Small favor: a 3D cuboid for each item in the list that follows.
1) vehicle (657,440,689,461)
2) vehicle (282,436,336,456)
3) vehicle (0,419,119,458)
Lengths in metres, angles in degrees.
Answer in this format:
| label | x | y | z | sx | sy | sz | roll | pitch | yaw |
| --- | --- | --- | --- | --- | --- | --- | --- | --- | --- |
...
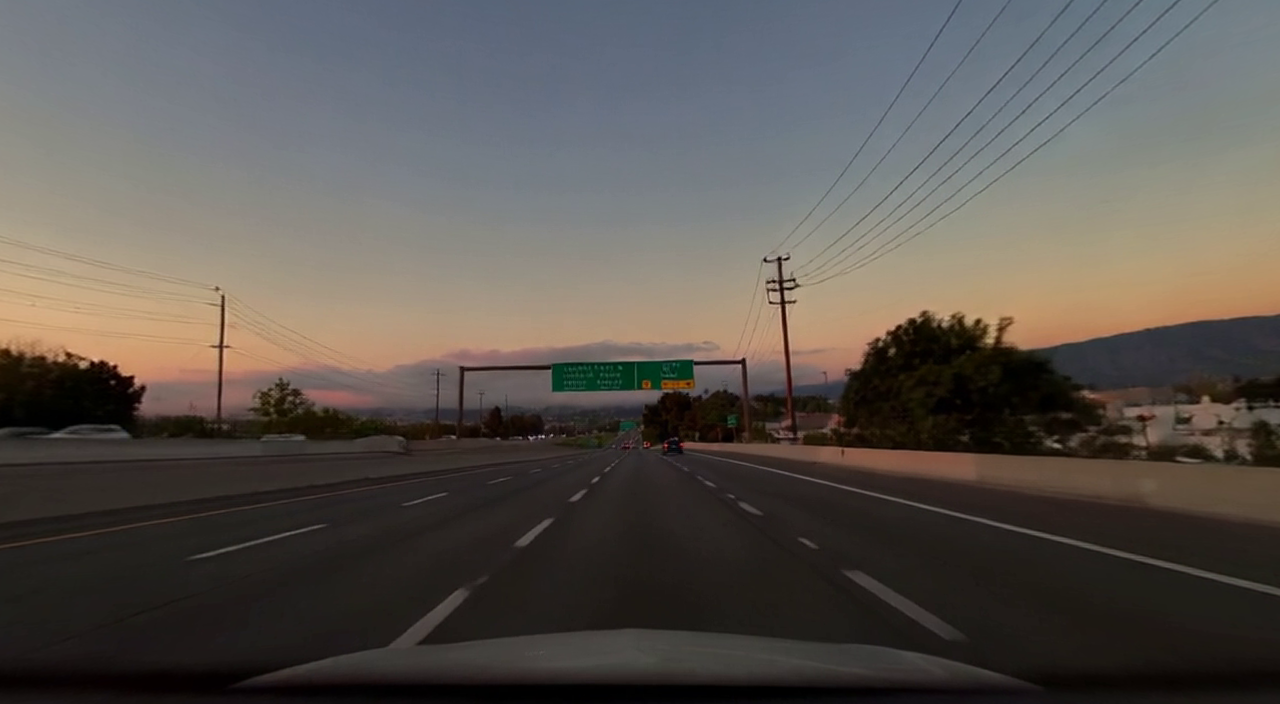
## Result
| label | x | y | z | sx | sy | sz | roll | pitch | yaw |
| --- | --- | --- | --- | --- | --- | --- | --- | --- | --- |
| vehicle | 2.403 | 7.314 | 46.870 | 2.036 | 1.486 | 4.375 | 0 | -8 | -2 |
| vehicle | -26.091 | 7.427 | 49.890 | 1.791 | 1.455 | 4.487 | 0 | -8 | 1 |
| vehicle | -26.128 | 3.887 | 28.209 | 1.843 | 1.595 | 4.423 | 0 | -8 | 0 |
